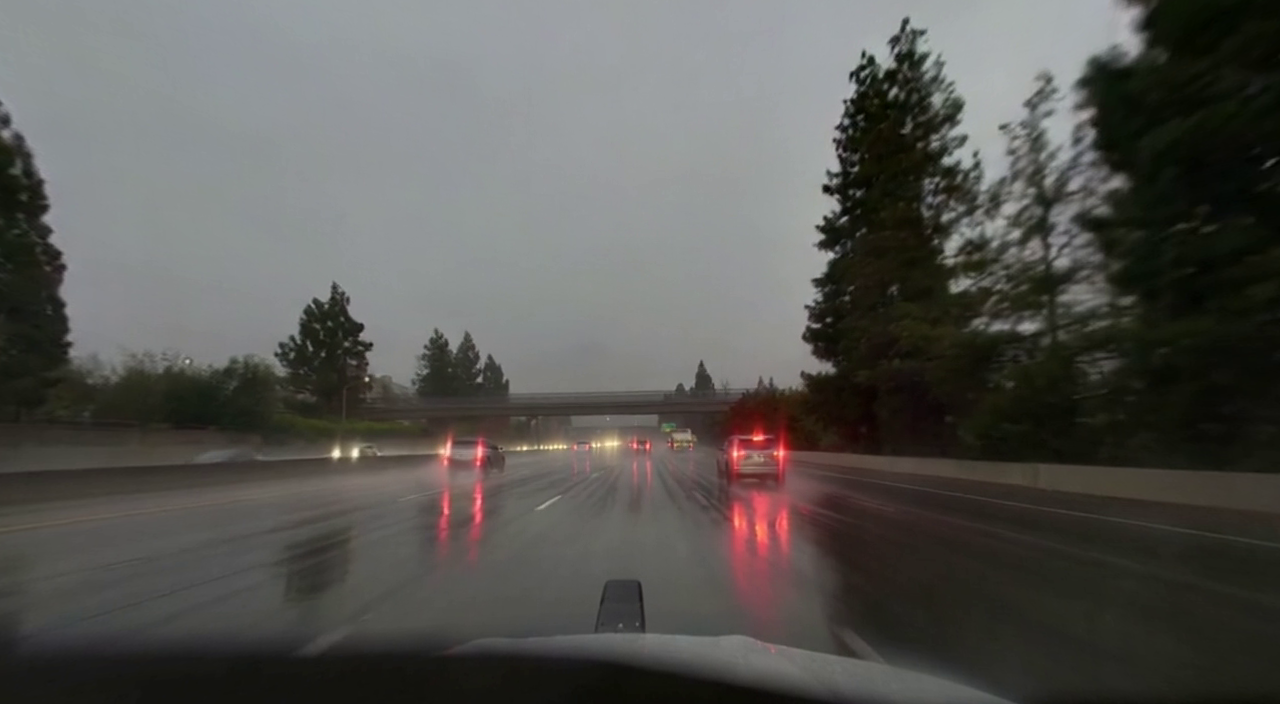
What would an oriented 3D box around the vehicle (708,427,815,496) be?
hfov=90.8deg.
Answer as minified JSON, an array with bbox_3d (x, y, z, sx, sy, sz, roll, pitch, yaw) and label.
[{"bbox_3d":[3.374,3.166,18.618,2.185,1.749,4.477,0,-9,-1],"label":"vehicle"}]

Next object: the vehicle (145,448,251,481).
[{"bbox_3d":[-21.846,5.553,31.537,1.818,1.484,4.785,0,-9,0],"label":"vehicle"}]

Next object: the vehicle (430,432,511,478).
[{"bbox_3d":[-7.464,4.595,28.399,2.193,1.818,4.995,0,-9,1],"label":"vehicle"}]
